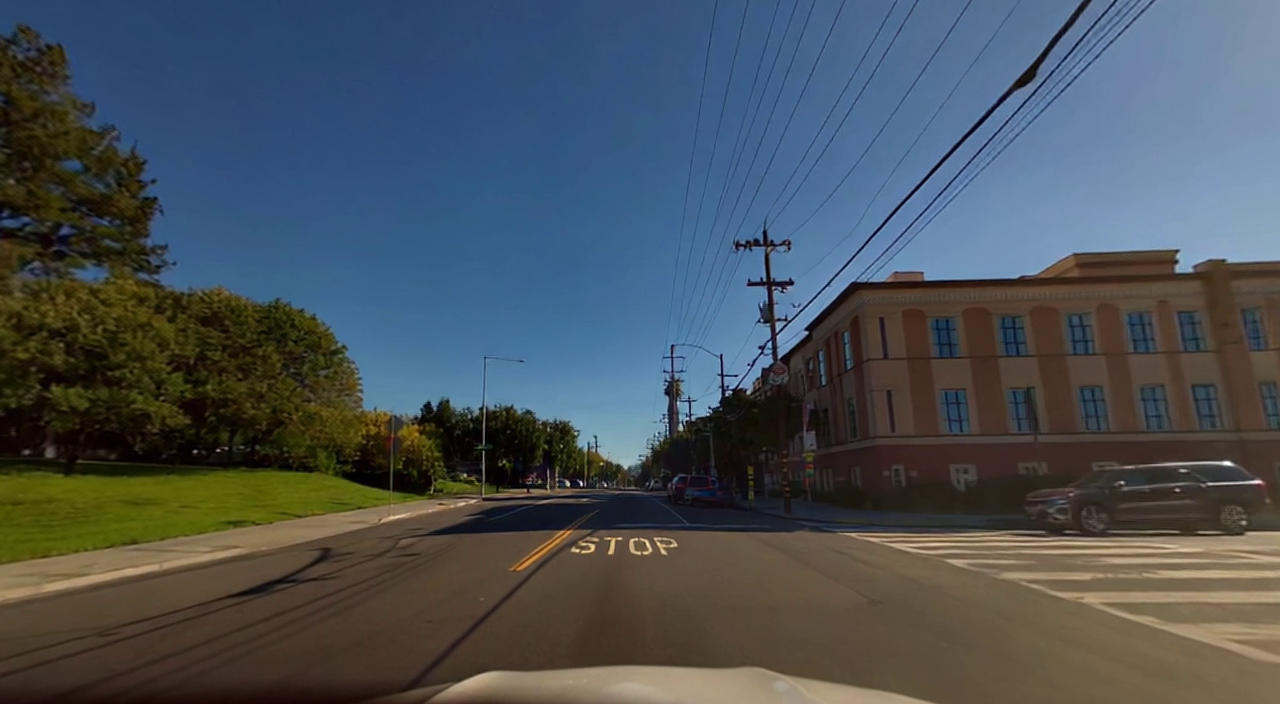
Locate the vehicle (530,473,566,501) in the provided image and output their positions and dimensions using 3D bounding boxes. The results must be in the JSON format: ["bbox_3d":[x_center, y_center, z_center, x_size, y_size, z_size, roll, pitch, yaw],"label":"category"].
[{"bbox_3d":[-6.614,9.699,45.669,1.913,1.682,4.365,0,-8,0],"label":"vehicle"}]

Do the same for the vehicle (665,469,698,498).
[{"bbox_3d":[2.870,9.340,45.126,1.953,1.774,5.008,0,-8,-1],"label":"vehicle"}]

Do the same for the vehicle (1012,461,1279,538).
[{"bbox_3d":[11.460,3.256,14.284,4.771,1.492,2.107,0,-8,-2],"label":"vehicle"}]
